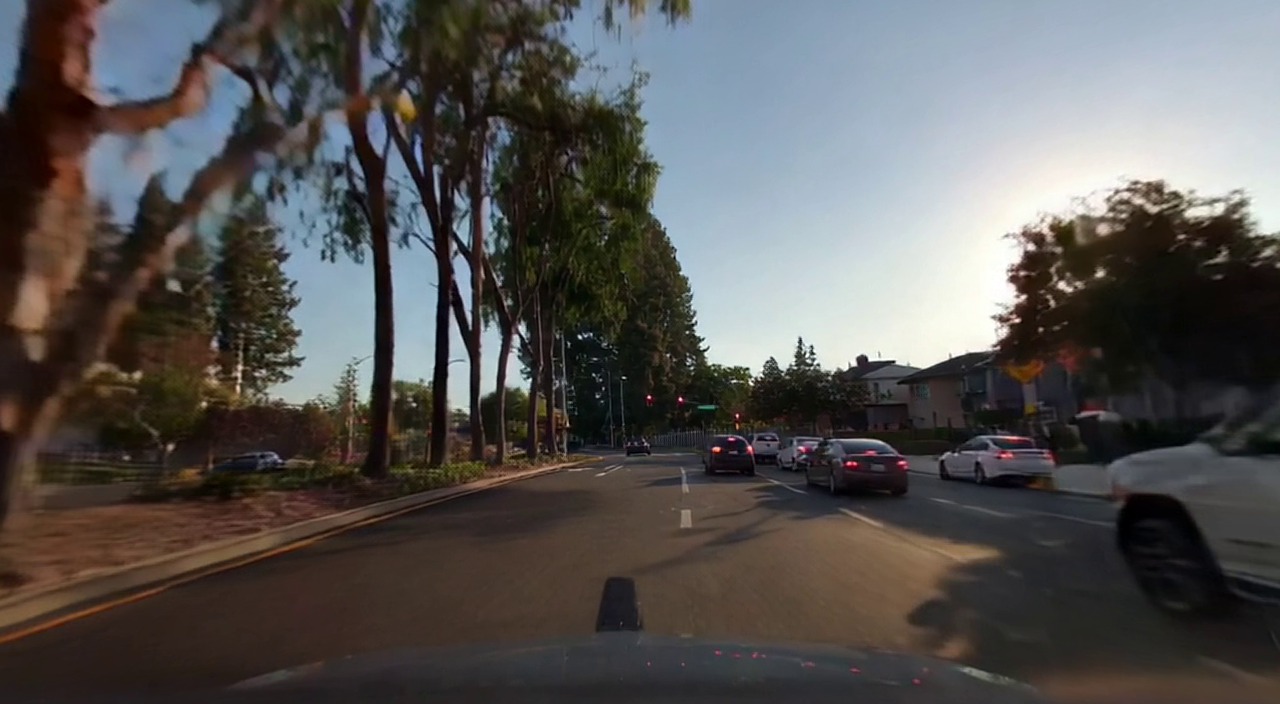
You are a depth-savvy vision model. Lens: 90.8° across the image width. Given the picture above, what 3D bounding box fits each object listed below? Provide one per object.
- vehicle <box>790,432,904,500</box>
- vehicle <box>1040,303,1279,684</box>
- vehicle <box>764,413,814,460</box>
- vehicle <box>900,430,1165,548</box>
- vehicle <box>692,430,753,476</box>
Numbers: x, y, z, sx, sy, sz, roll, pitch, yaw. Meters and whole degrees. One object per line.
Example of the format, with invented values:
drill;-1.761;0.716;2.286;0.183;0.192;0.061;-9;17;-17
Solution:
vehicle;6.060;3.321;19.151;1.803;1.754;4.480;-1;-7;-1
vehicle;4.626;0.646;2.541;2.268;2.090;6.113;-1;-8;3
vehicle;7.852;4.521;33.575;1.933;2.309;3.468;-1;-8;3
vehicle;5.853;2.048;10.127;1.915;1.480;3.925;-1;-8;4
vehicle;3.254;4.094;25.835;2.052;1.693;4.554;0;-8;2
